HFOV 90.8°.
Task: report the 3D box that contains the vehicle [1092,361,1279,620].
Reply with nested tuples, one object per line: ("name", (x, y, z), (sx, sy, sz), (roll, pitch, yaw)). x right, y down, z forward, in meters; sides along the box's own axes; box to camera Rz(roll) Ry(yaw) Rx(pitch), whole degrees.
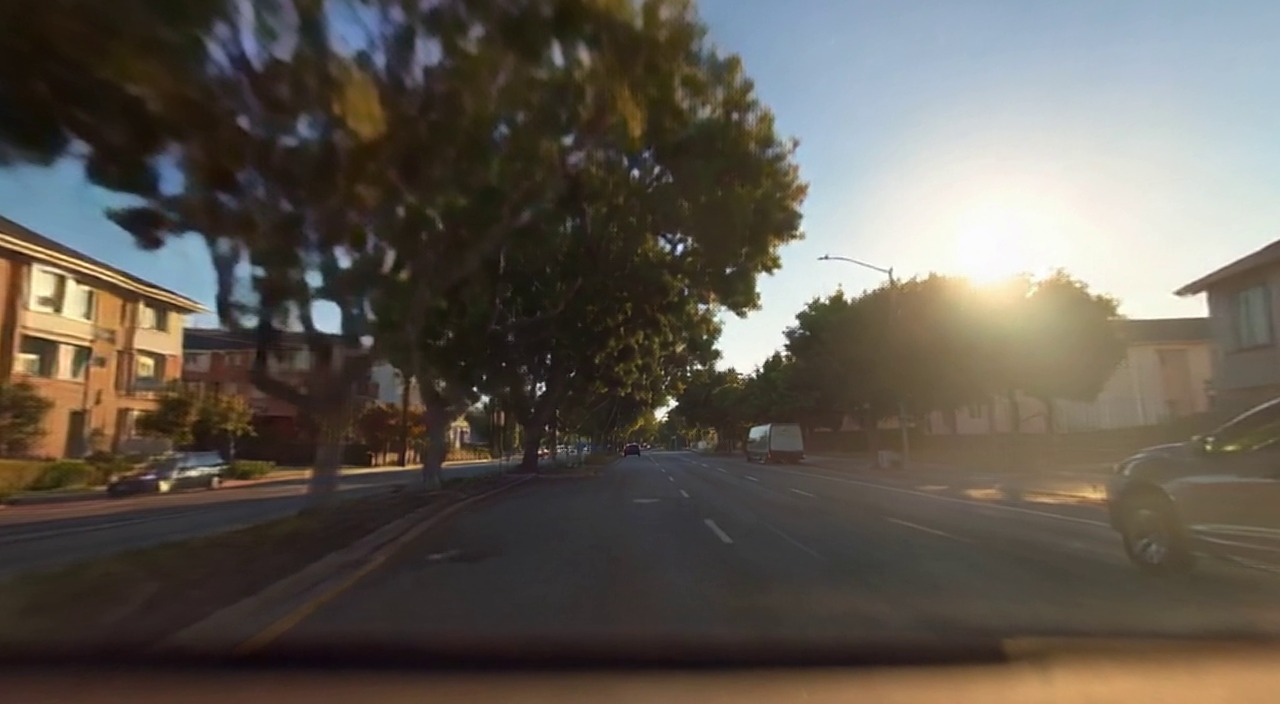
("vehicle", (6.157, 0.876, 3.646), (2.493, 1.956, 6.125), (0, -9, -1))

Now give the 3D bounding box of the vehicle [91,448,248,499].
("vehicle", (-19.486, 5.000, 26.633), (2.146, 1.848, 5.680), (-1, -9, 1))

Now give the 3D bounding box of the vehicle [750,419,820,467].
("vehicle", (10.170, 6.523, 45.436), (2.842, 2.993, 8.104), (-3, -8, -1))
